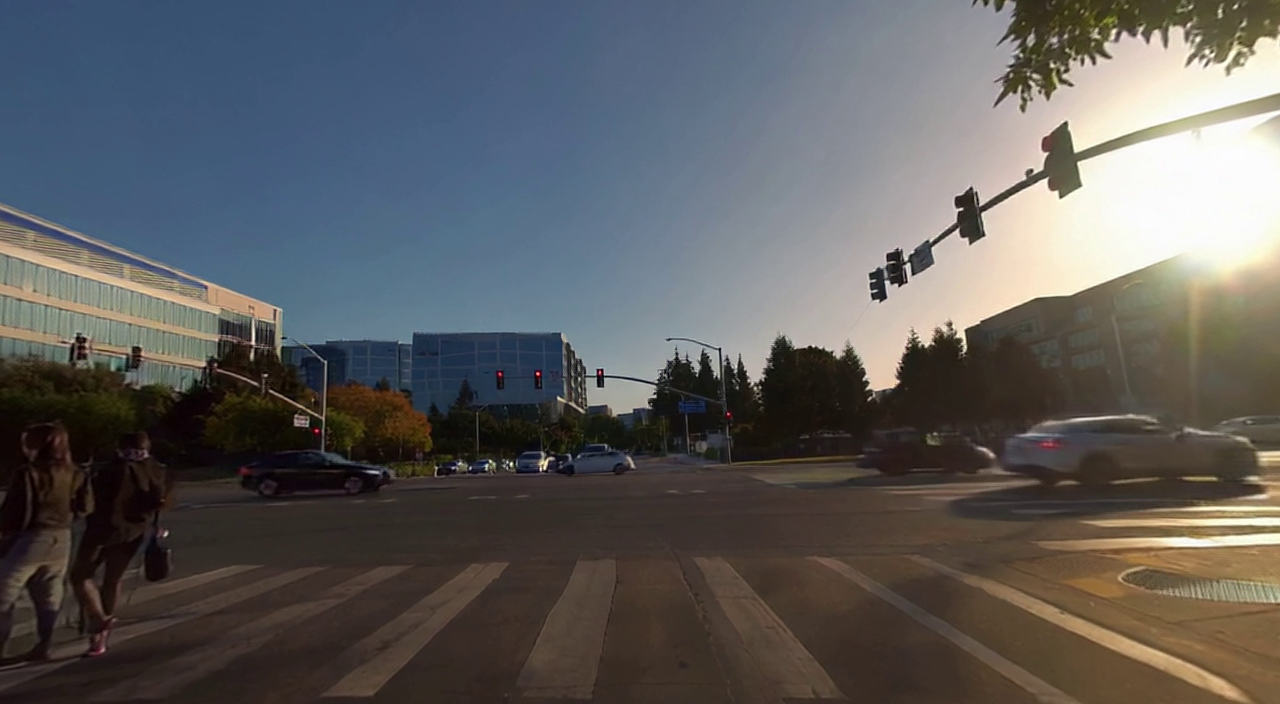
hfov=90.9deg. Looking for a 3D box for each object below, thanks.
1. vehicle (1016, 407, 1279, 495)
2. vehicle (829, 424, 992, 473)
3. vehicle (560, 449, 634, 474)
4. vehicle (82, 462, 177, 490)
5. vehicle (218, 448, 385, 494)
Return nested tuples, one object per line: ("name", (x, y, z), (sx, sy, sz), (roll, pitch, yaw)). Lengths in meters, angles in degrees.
("vehicle", (10.226, 1.887, 12.018), (4.808, 1.517, 1.806), (-1, -9, 6))
("vehicle", (8.480, 3.077, 20.120), (4.360, 1.460, 1.834), (-1, -9, 6))
("vehicle", (-2.683, 6.873, 39.722), (4.377, 1.491, 1.734), (-1, -9, 6))
("vehicle", (-31.357, 7.590, 38.762), (4.397, 1.582, 1.820), (-1, -9, 6))
("vehicle", (-11.408, 4.013, 21.416), (4.650, 1.448, 1.892), (-1, -9, 7))
